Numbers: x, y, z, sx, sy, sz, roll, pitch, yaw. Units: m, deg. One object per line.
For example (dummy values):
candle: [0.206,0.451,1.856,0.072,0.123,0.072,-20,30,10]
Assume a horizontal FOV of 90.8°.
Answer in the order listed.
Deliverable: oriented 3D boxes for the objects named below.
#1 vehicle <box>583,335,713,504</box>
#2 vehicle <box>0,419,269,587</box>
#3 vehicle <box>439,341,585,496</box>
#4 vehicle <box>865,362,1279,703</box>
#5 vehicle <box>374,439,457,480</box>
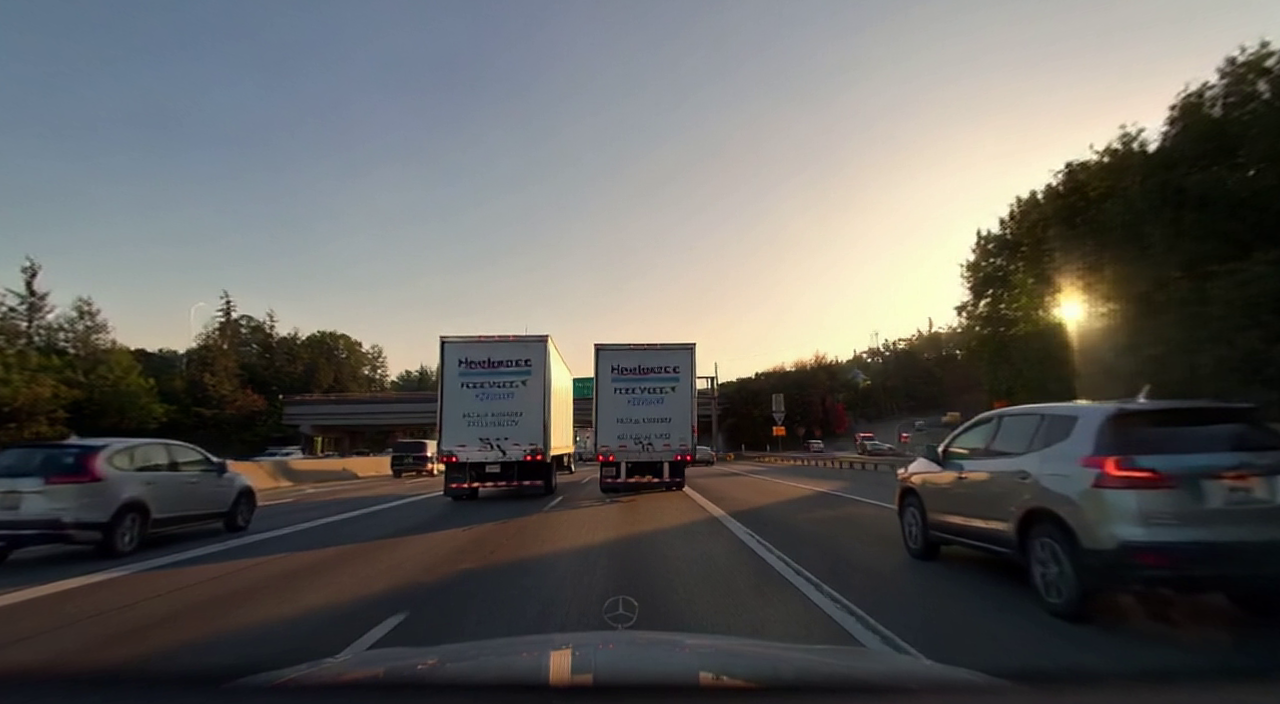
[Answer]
vehicle: [0.077,2.237,19.274,2.910,3.828,9.805,0,-9,-1]
vehicle: [-7.455,1.870,8.685,2.017,1.694,4.420,0,-9,-1]
vehicle: [-3.879,2.561,22.370,2.888,4.154,10.960,0,-9,0]
vehicle: [3.961,1.262,5.612,2.136,1.753,4.644,0,-9,-1]
vehicle: [-11.071,5.328,31.693,2.120,1.862,5.530,0,-8,0]
